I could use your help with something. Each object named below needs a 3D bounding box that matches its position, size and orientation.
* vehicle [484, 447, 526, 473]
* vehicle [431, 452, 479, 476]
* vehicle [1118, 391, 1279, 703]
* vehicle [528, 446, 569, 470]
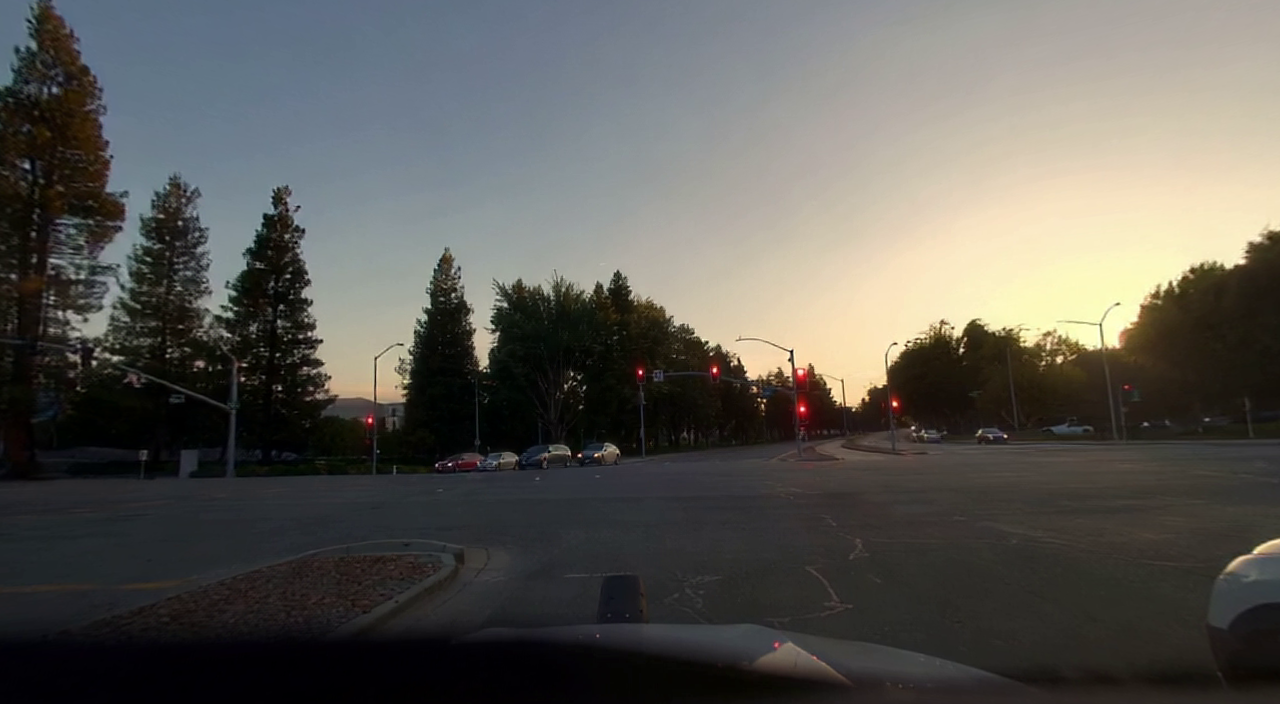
[{"bbox_3d":[-9.777,7.842,45.963,2.064,1.725,4.243,0,-9,1],"label":"vehicle"},{"bbox_3d":[-13.405,8.120,45.984,2.101,1.637,4.304,0,-9,2],"label":"vehicle"},{"bbox_3d":[3.060,0.616,0.416,1.978,1.468,4.544,0,-9,1],"label":"vehicle"},{"bbox_3d":[-6.552,7.603,45.491,2.126,1.657,4.307,-1,-9,3],"label":"vehicle"}]
